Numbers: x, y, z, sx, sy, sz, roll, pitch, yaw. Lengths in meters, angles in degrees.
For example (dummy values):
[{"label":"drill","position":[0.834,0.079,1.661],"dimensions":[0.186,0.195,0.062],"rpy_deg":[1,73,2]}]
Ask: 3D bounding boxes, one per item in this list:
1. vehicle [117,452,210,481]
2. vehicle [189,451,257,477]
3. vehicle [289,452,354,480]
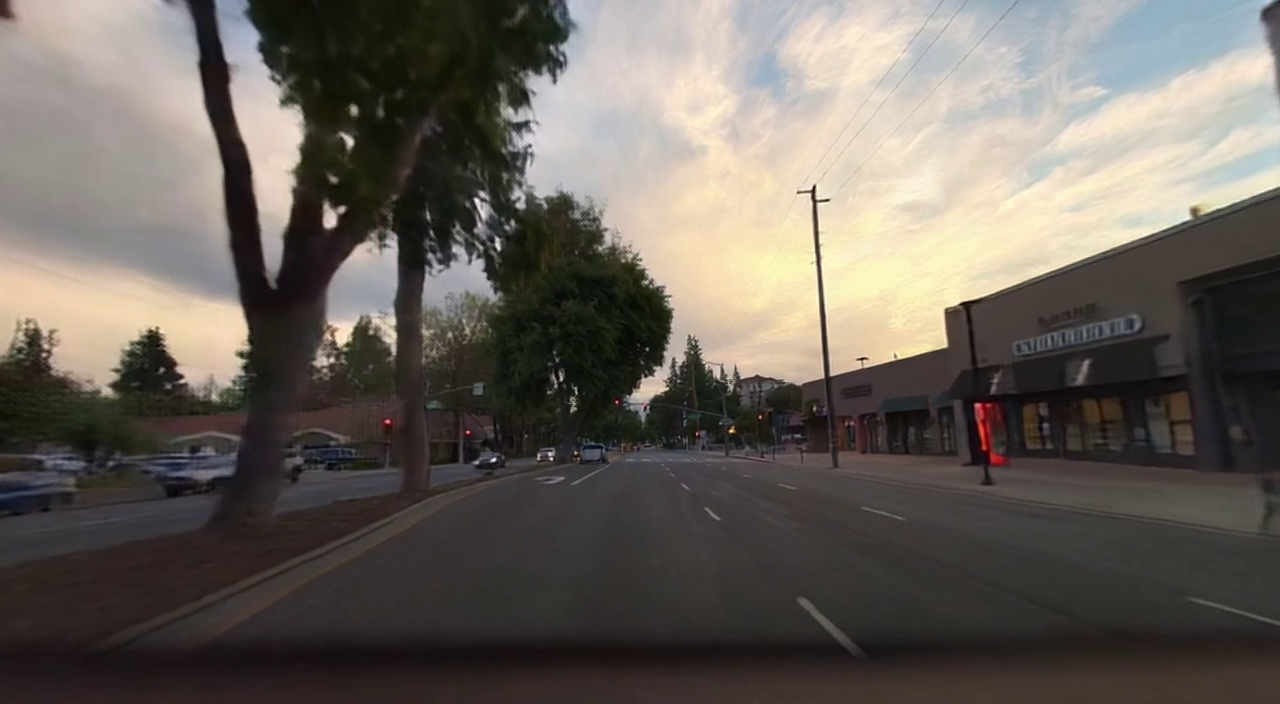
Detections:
[{"label":"vehicle","position":[-26.557,6.375,35.408],"dimensions":[1.775,1.479,4.572],"rpy_deg":[0,-9,-3]},{"label":"vehicle","position":[-26.629,7.163,40.505],"dimensions":[1.788,1.538,3.788],"rpy_deg":[0,-9,0]},{"label":"vehicle","position":[-19.499,6.977,38.879],"dimensions":[1.851,1.584,4.035],"rpy_deg":[0,-9,0]}]
